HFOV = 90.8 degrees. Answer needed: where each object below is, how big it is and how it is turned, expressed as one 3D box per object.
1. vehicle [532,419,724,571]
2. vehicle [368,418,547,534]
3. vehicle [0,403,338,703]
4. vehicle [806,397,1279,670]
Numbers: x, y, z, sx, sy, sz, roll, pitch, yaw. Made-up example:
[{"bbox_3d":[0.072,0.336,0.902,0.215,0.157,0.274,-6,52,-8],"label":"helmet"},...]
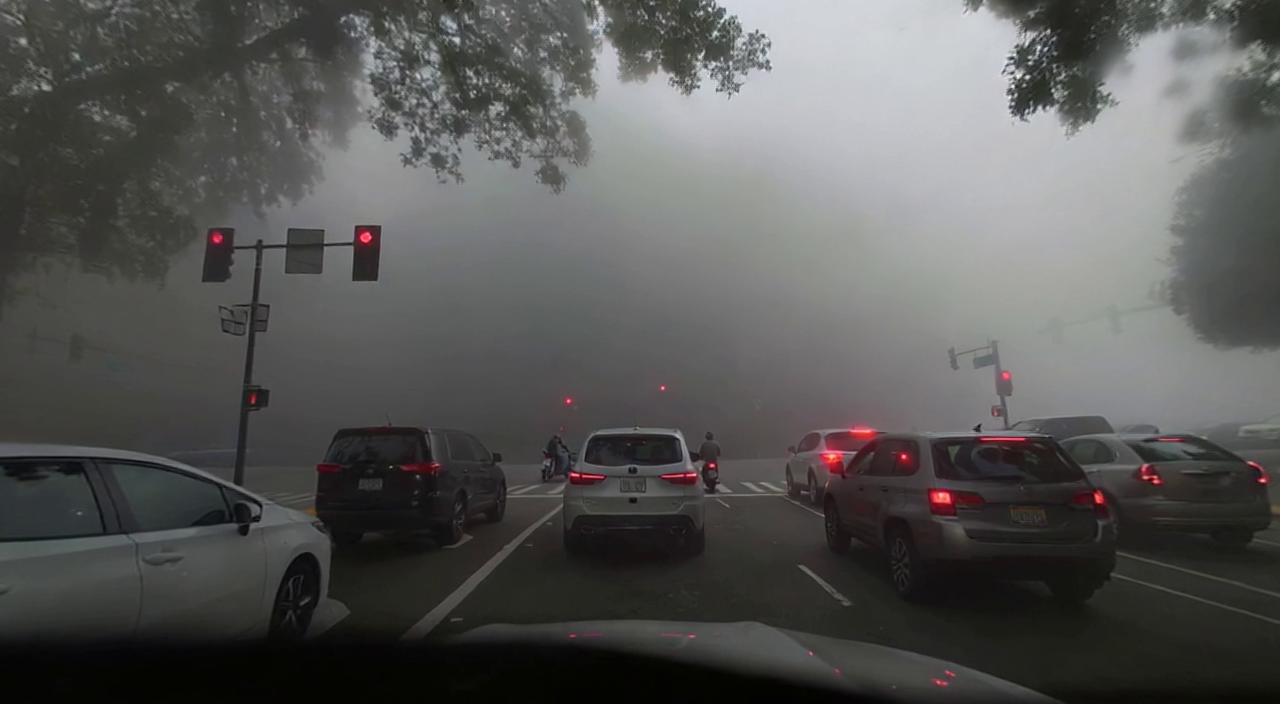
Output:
[{"bbox_3d":[-0.104,1.848,8.873,2.106,1.655,3.717,0,-8,1],"label":"vehicle"},{"bbox_3d":[-3.203,2.277,12.208,2.048,1.805,4.405,0,-8,1],"label":"vehicle"},{"bbox_3d":[-3.350,0.974,2.555,1.863,1.495,4.667,0,-8,1],"label":"vehicle"},{"bbox_3d":[3.223,1.439,6.174,2.006,1.659,4.462,0,-8,0],"label":"vehicle"}]
